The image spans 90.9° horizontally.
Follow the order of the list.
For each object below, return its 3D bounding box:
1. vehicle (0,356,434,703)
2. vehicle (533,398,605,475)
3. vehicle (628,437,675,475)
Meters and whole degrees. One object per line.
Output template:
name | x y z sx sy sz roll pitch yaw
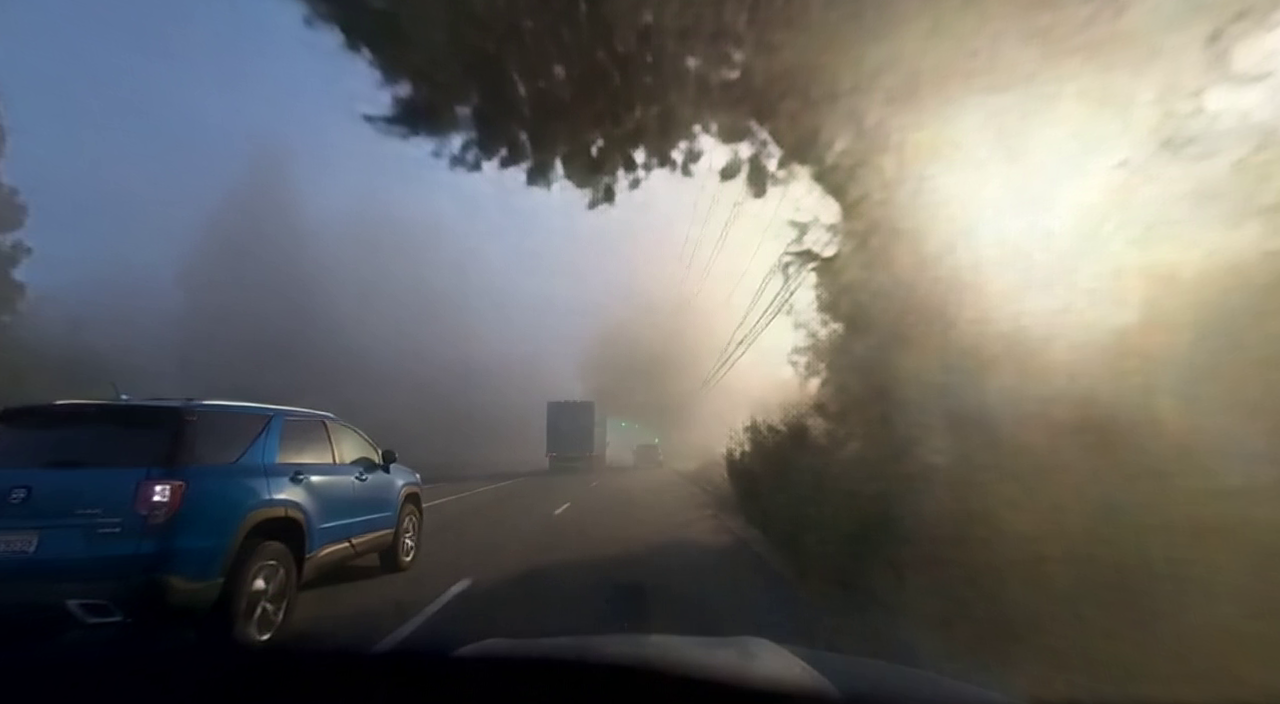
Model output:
vehicle | -3.588 1.264 5.318 2.093 1.832 4.508 0 -9 1
vehicle | -3.626 4.724 34.694 2.928 3.658 8.980 0 -8 0
vehicle | 0.565 5.122 31.208 2.174 1.749 4.113 0 -8 1
